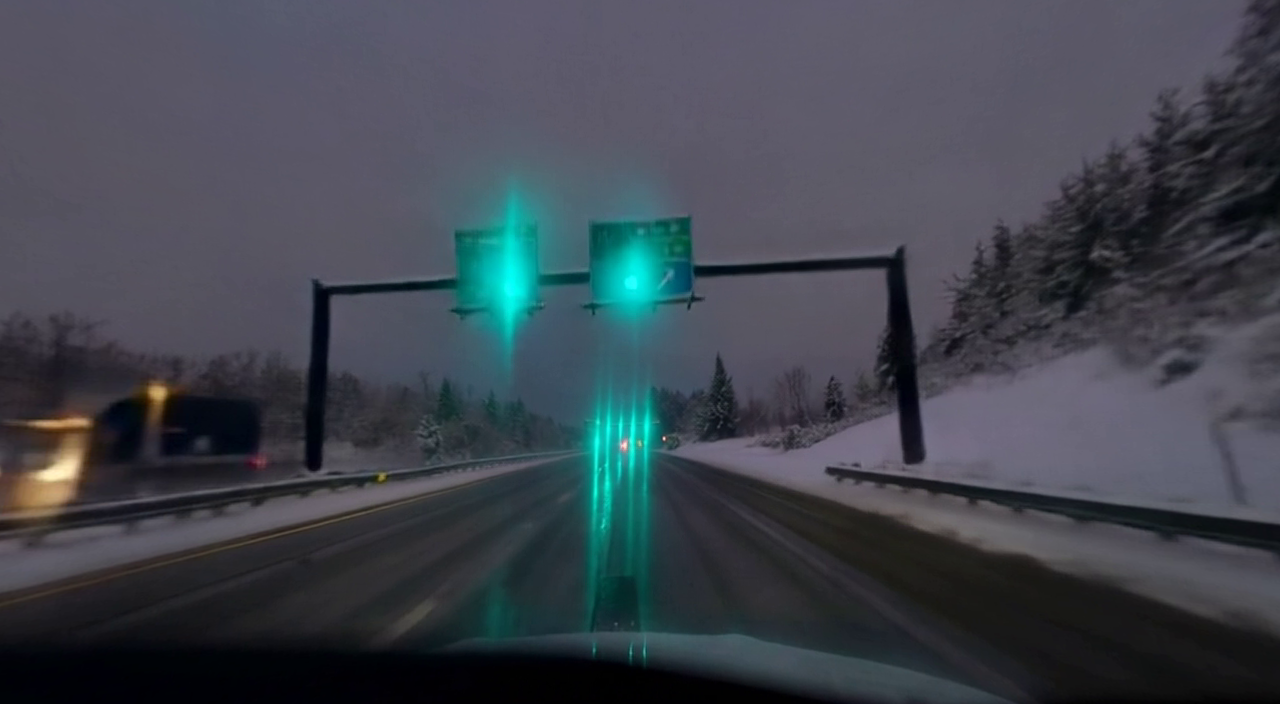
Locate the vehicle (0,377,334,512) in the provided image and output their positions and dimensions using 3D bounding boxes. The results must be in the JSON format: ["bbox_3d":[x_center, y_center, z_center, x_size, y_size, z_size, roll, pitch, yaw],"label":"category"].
[{"bbox_3d":[-17.290,3.649,25.159,3.238,3.929,13.277,-1,-8,1],"label":"vehicle"}]
